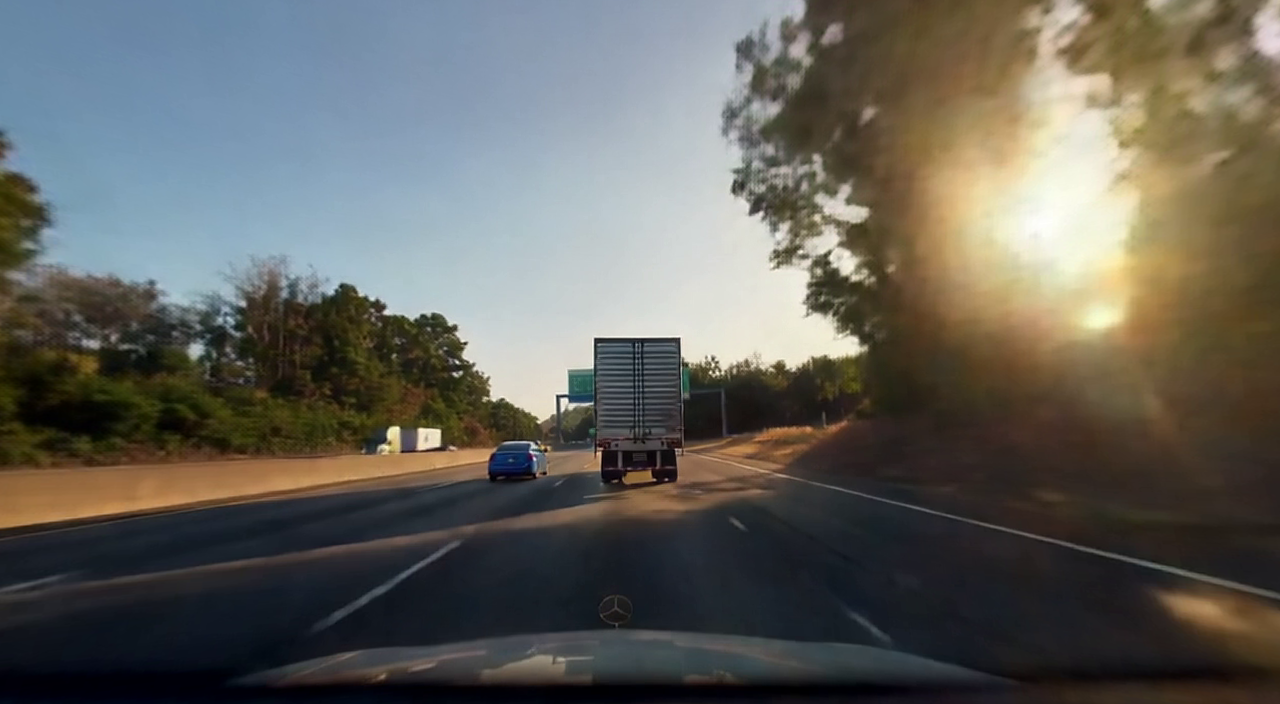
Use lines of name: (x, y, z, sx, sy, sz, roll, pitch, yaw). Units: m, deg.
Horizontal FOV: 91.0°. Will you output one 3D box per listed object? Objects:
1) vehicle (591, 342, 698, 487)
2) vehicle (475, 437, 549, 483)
vehicle: (-0.007, 2.532, 23.594, 3.073, 4.196, 10.546, 0, -8, -1)
vehicle: (-4.608, 3.935, 23.288, 1.854, 1.530, 4.268, 0, -8, 0)
